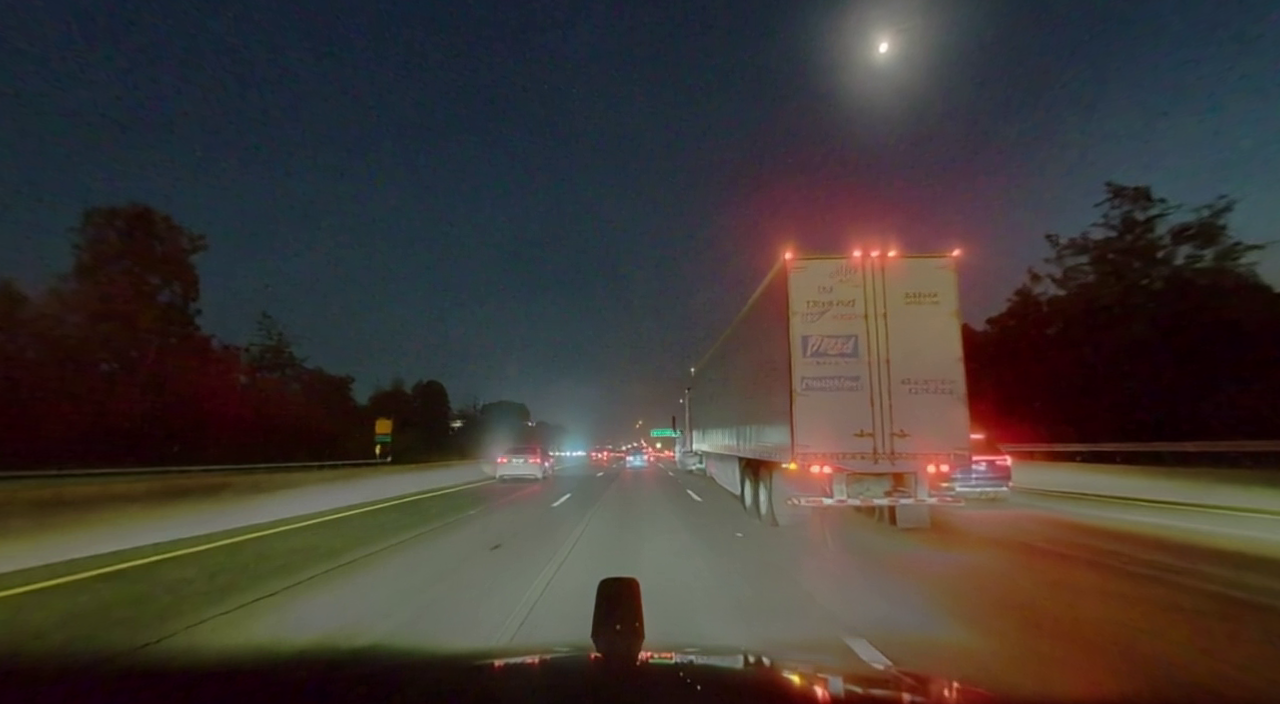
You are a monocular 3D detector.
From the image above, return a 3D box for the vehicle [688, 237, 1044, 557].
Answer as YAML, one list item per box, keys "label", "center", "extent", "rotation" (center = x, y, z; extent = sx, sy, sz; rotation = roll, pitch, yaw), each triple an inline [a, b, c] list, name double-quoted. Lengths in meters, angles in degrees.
- label: "vehicle"
  center: [3.442, 1.675, 16.112]
  extent: [2.907, 4.109, 16.177]
  rotation: [0, -8, -1]

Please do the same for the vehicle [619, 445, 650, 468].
- label: "vehicle"
  center: [-0.322, 7.215, 43.634]
  extent: [2.047, 1.485, 3.938]
  rotation: [0, -8, 1]

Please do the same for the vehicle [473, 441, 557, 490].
- label: "vehicle"
  center: [-4.157, 3.825, 21.581]
  extent: [1.968, 1.507, 3.829]
  rotation: [0, -8, 2]
